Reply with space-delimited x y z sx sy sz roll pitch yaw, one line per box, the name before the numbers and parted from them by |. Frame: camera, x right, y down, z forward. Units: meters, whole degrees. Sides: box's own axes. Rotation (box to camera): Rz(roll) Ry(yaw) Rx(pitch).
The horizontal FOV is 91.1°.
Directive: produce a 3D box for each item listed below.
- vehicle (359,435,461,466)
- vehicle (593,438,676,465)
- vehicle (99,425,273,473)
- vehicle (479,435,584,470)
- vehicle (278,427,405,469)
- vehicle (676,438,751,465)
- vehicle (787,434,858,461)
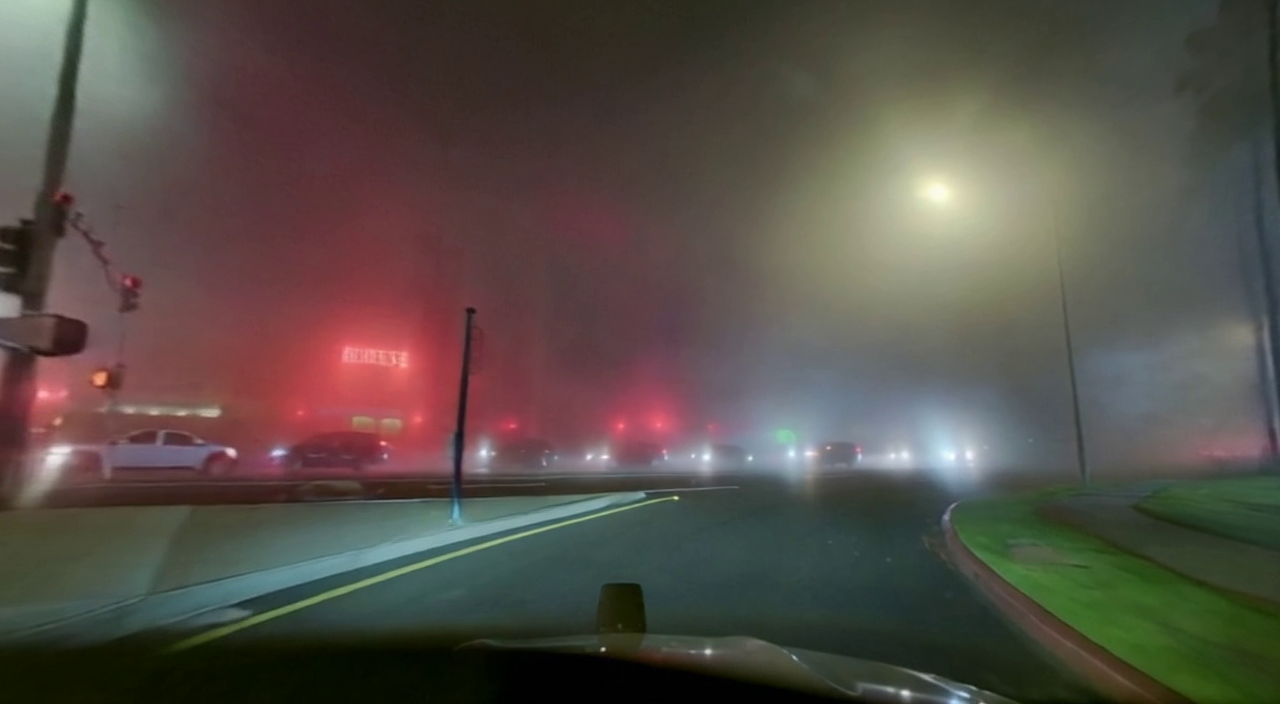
vehicle | -14.481 6.214 39.709 5.616 1.839 2.071 6 -11 -37
vehicle | -0.252 5.929 37.406 4.774 1.493 1.854 7 -10 -37
vehicle | -15.781 3.444 22.079 4.648 1.501 1.862 8 -12 -36
vehicle | -5.678 5.258 33.083 5.112 1.593 1.865 4 -11 -36
vehicle | -13.105 4.216 27.684 4.713 1.664 1.909 5 -11 -37
vehicle | 4.396 5.892 37.289 4.356 1.543 1.844 6 -11 -37
vehicle | 14.048 7.338 48.148 5.617 1.904 2.184 6 -13 -36
